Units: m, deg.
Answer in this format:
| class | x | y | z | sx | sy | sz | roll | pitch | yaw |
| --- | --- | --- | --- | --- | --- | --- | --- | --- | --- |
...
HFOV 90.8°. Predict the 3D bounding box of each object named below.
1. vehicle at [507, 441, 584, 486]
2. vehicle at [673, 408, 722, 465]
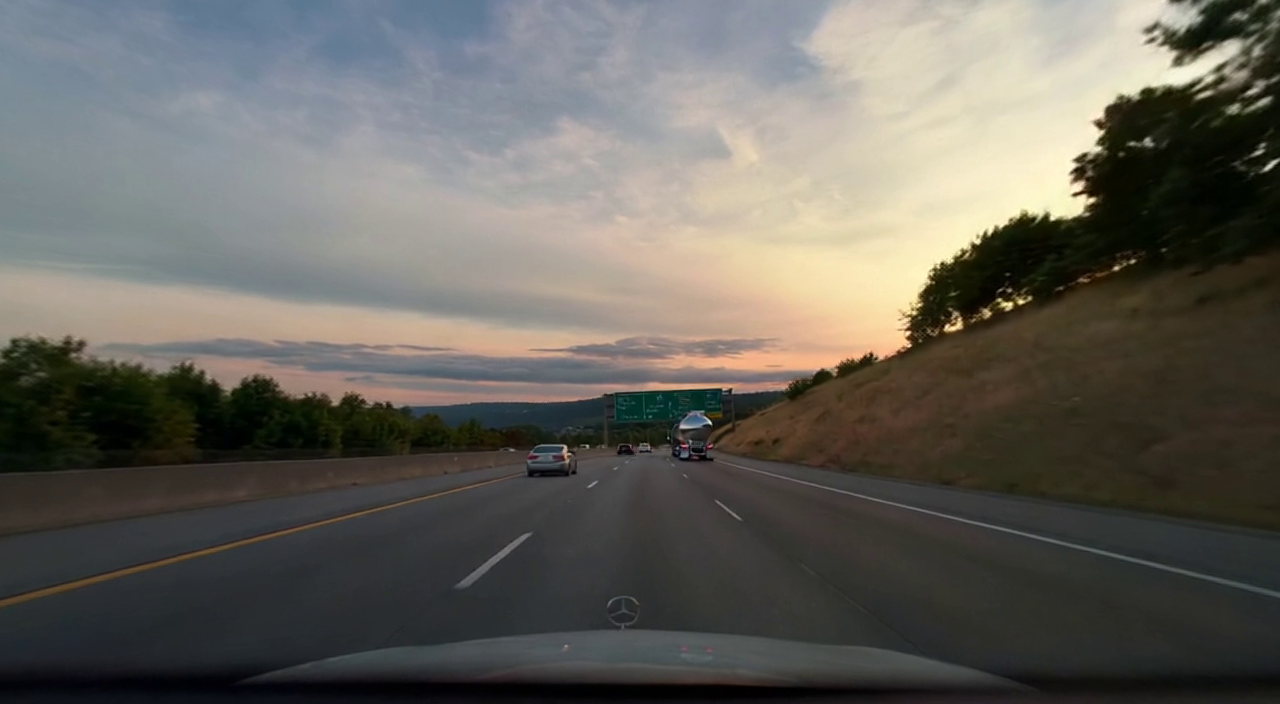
| class | x | y | z | sx | sy | sz | roll | pitch | yaw |
| --- | --- | --- | --- | --- | --- | --- | --- | --- | --- |
| vehicle | -3.290 | 3.975 | 22.856 | 1.986 | 1.458 | 4.506 | 0 | -9 | 1 |
| vehicle | 4.125 | 6.389 | 47.122 | 2.759 | 3.734 | 9.708 | 0 | -9 | 0 |
